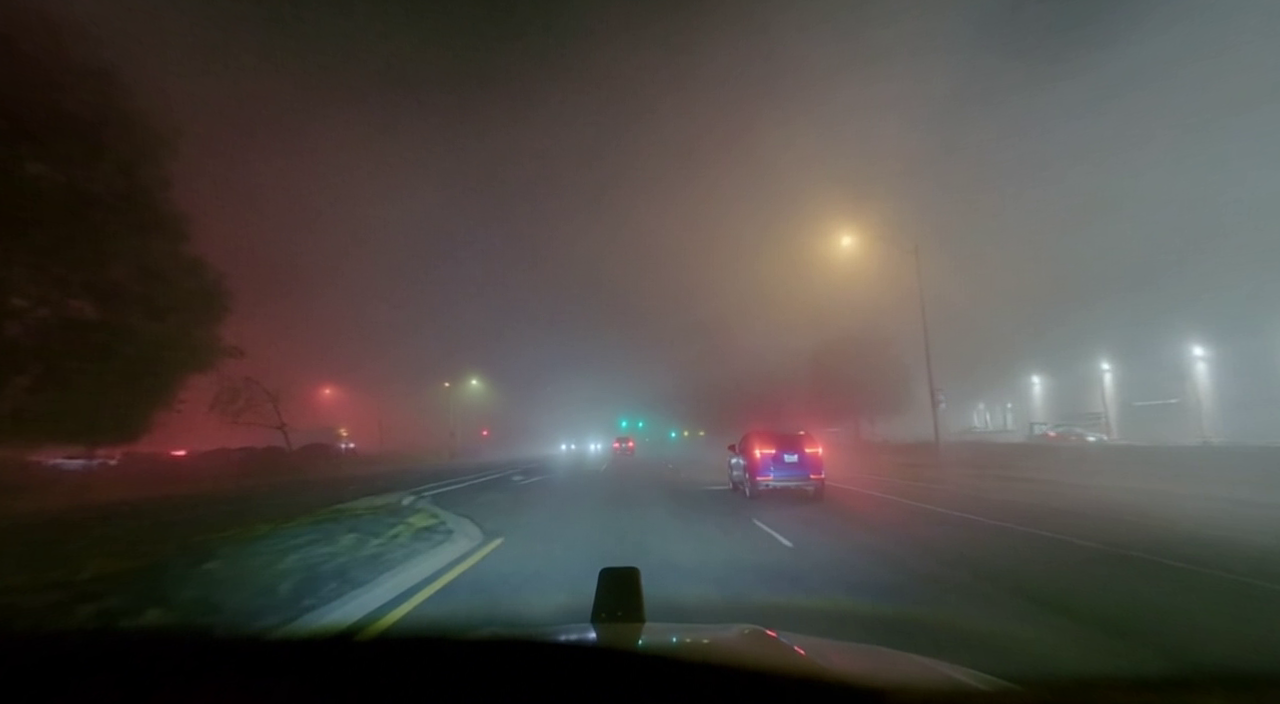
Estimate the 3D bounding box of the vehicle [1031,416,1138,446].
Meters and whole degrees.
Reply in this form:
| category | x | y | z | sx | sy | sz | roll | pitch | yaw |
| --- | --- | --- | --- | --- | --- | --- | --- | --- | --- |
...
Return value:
| category | x | y | z | sx | sy | sz | roll | pitch | yaw |
| --- | --- | --- | --- | --- | --- | --- | --- | --- | --- |
| vehicle | 34.157 | 6.092 | 48.660 | 6.681 | 2.063 | 2.342 | -1 | -7 | -6 |

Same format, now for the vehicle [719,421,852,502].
| category | x | y | z | sx | sy | sz | roll | pitch | yaw |
| --- | --- | --- | --- | --- | --- | --- | --- | --- | --- |
| vehicle | 3.293 | 2.569 | 15.265 | 2.060 | 1.665 | 4.284 | 0 | -8 | -2 |

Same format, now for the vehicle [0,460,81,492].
| category | x | y | z | sx | sy | sz | roll | pitch | yaw |
| --- | --- | --- | --- | --- | --- | --- | --- | --- | --- |
| vehicle | -30.859 | 6.141 | 31.302 | 4.415 | 1.418 | 1.961 | 0 | -8 | -1 |

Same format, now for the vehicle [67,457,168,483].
| category | x | y | z | sx | sy | sz | roll | pitch | yaw |
| --- | --- | --- | --- | --- | --- | --- | --- | --- | --- |
| vehicle | -30.507 | 6.902 | 36.986 | 4.070 | 1.399 | 2.041 | 0 | -8 | 0 |
